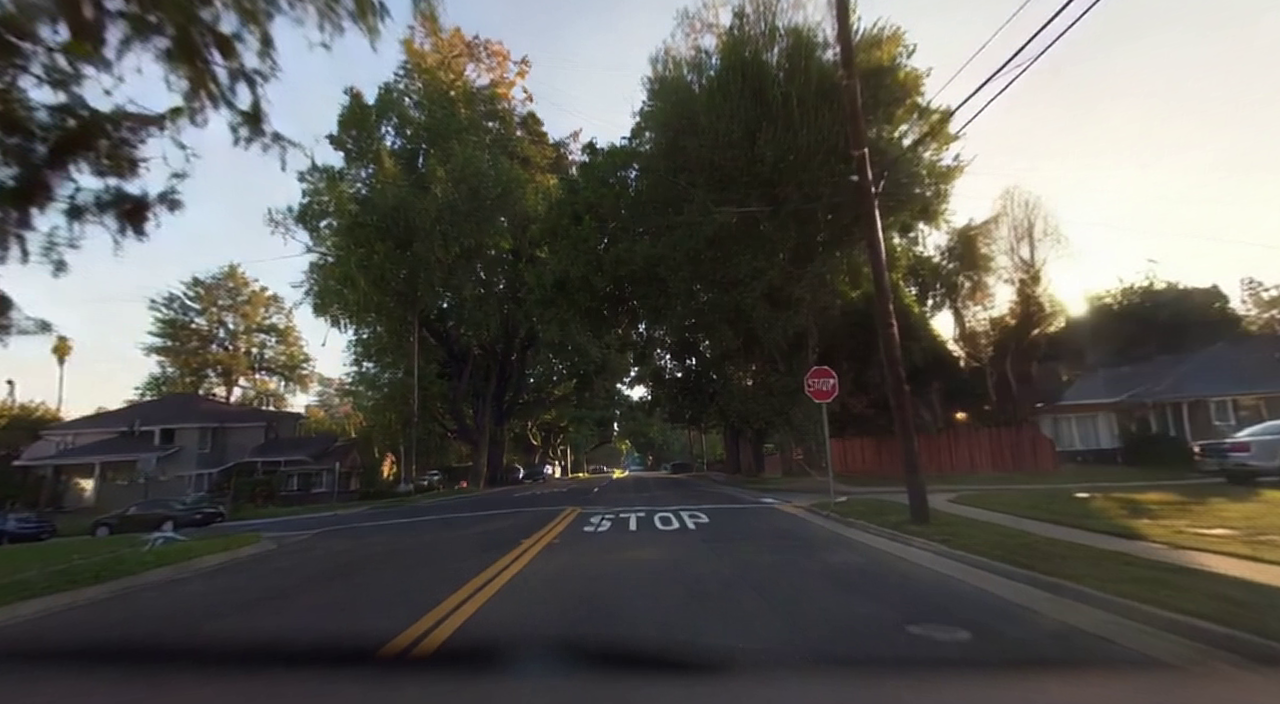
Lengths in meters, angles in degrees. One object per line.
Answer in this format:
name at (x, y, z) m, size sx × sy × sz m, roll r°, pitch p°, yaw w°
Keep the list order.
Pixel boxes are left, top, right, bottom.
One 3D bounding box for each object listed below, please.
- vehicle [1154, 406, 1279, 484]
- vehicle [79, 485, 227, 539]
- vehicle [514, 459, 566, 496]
vehicle at (16.816, 2.365, 16.221) m, size 4.982 × 1.874 × 2.133 m, roll -3°, pitch -9°, yaw 13°
vehicle at (-18.467, 6.048, 24.028) m, size 4.274 × 1.626 × 2.093 m, roll -5°, pitch -9°, yaw 11°
vehicle at (-5.984, 7.567, 38.388) m, size 2.149 × 1.823 × 4.613 m, roll -7°, pitch -10°, yaw 1°
